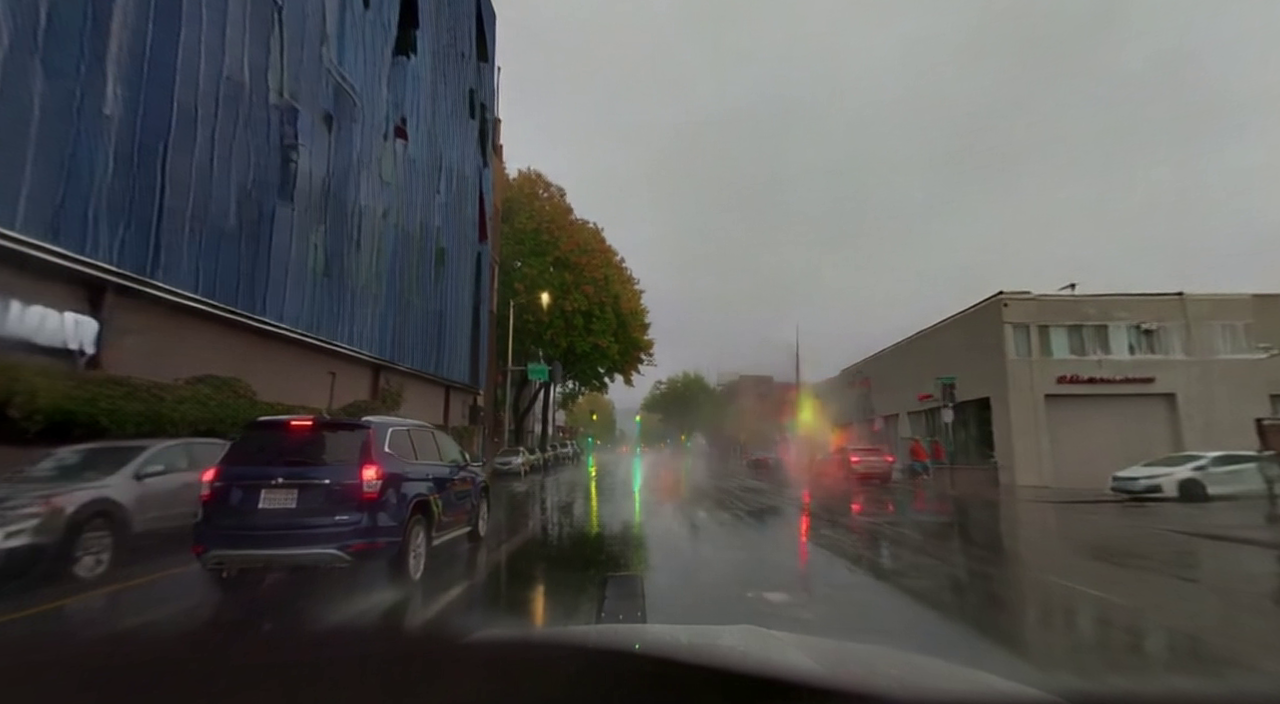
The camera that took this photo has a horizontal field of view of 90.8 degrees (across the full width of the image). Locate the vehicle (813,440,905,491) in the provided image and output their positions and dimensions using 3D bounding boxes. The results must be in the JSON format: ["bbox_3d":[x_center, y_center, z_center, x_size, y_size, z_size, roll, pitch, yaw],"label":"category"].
[{"bbox_3d":[9.300,4.828,27.432,2.129,1.929,5.537,0,-8,1],"label":"vehicle"}]

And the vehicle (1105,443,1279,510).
[{"bbox_3d":[17.148,3.681,18.942,4.693,1.827,2.098,1,-9,0],"label":"vehicle"}]

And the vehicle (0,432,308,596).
[{"bbox_3d":[-6.868,1.975,8.720,2.095,1.641,4.484,0,-8,0],"label":"vehicle"}]

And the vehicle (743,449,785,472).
[{"bbox_3d":[8.818,7.743,45.297,1.954,1.478,4.625,0,-8,-2],"label":"vehicle"}]

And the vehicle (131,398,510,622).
[{"bbox_3d":[-2.992,1.571,7.262,2.002,1.756,4.366,0,-8,1],"label":"vehicle"}]
